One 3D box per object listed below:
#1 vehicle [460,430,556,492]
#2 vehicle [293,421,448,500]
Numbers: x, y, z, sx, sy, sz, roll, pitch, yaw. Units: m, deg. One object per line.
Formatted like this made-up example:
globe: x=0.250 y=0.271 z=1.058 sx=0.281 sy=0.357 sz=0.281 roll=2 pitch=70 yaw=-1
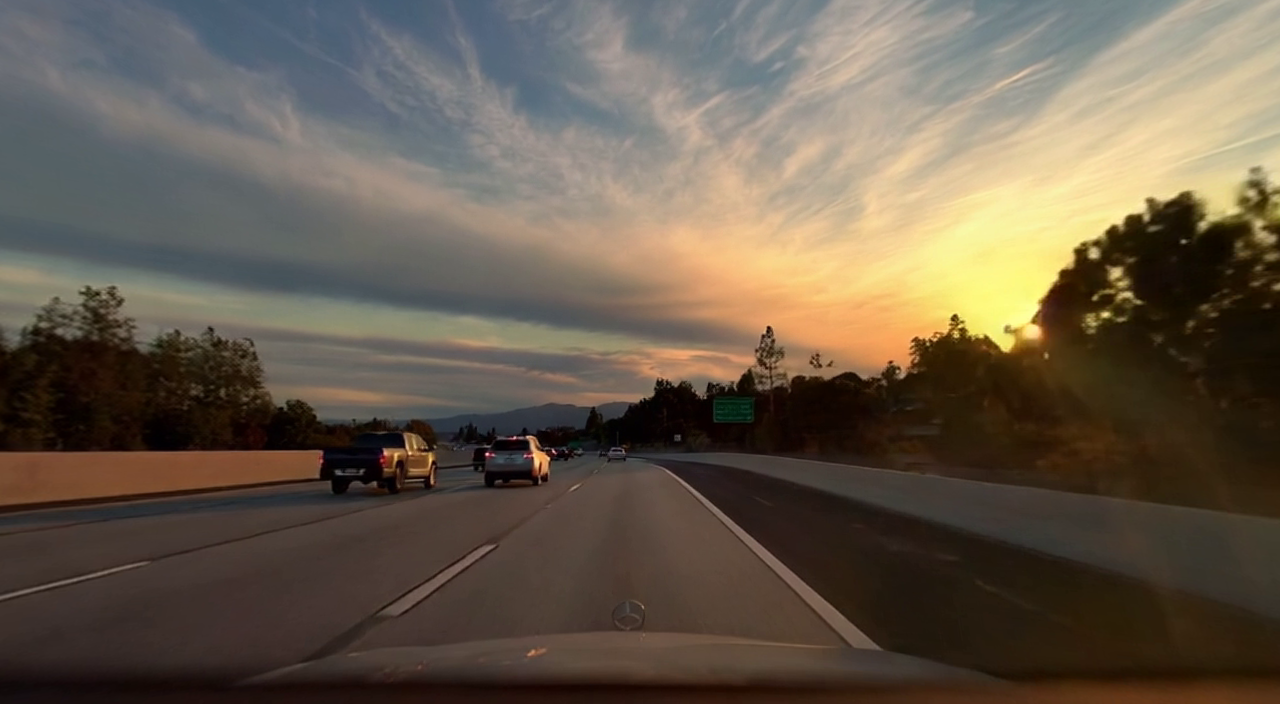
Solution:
vehicle: x=-4.181 y=3.534 z=20.818 sx=2.142 sy=1.789 sz=5.009 roll=0 pitch=-8 yaw=-1
vehicle: x=-7.533 y=3.093 z=18.305 sx=2.160 sy=1.949 sz=5.293 roll=0 pitch=-8 yaw=0
